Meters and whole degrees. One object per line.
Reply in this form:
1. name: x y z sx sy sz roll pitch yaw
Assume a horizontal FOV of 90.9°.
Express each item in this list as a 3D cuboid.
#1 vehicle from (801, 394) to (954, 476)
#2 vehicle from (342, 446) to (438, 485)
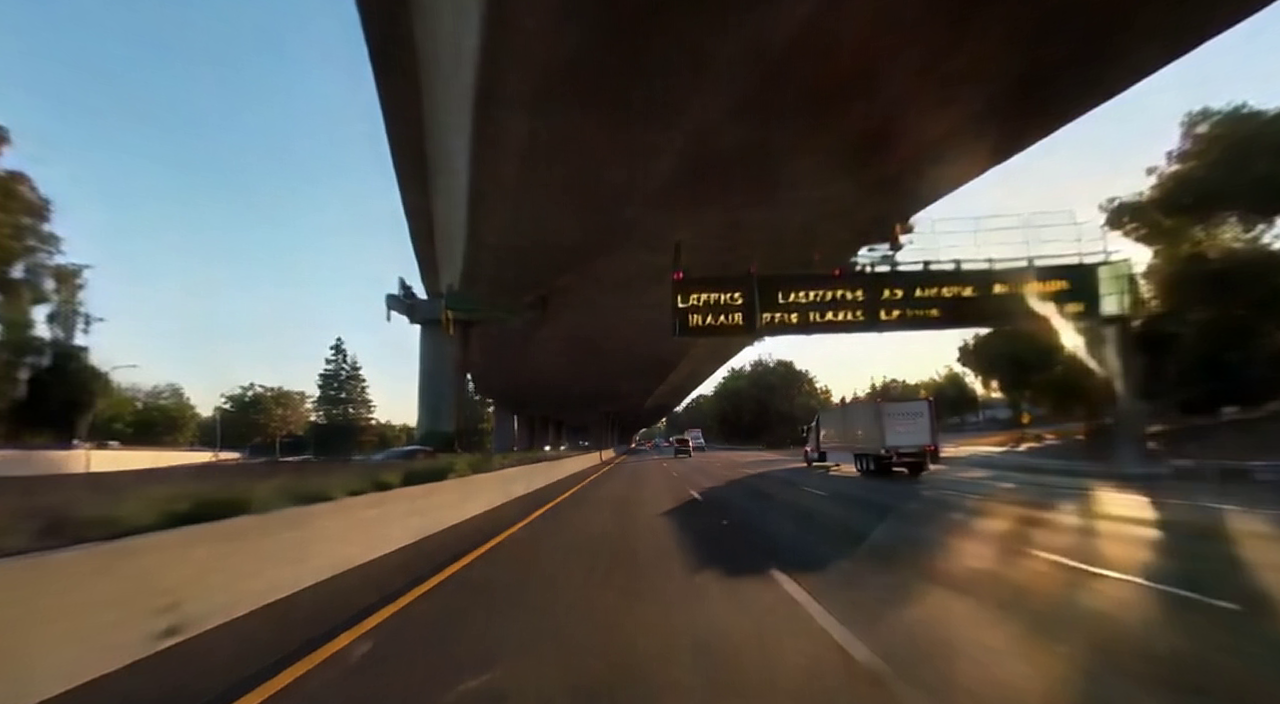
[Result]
1. vehicle: 10.853 4.096 30.594 2.960 3.207 10.950 0 -8 -1
2. vehicle: -10.125 4.601 25.965 2.081 1.470 4.466 0 -8 1
